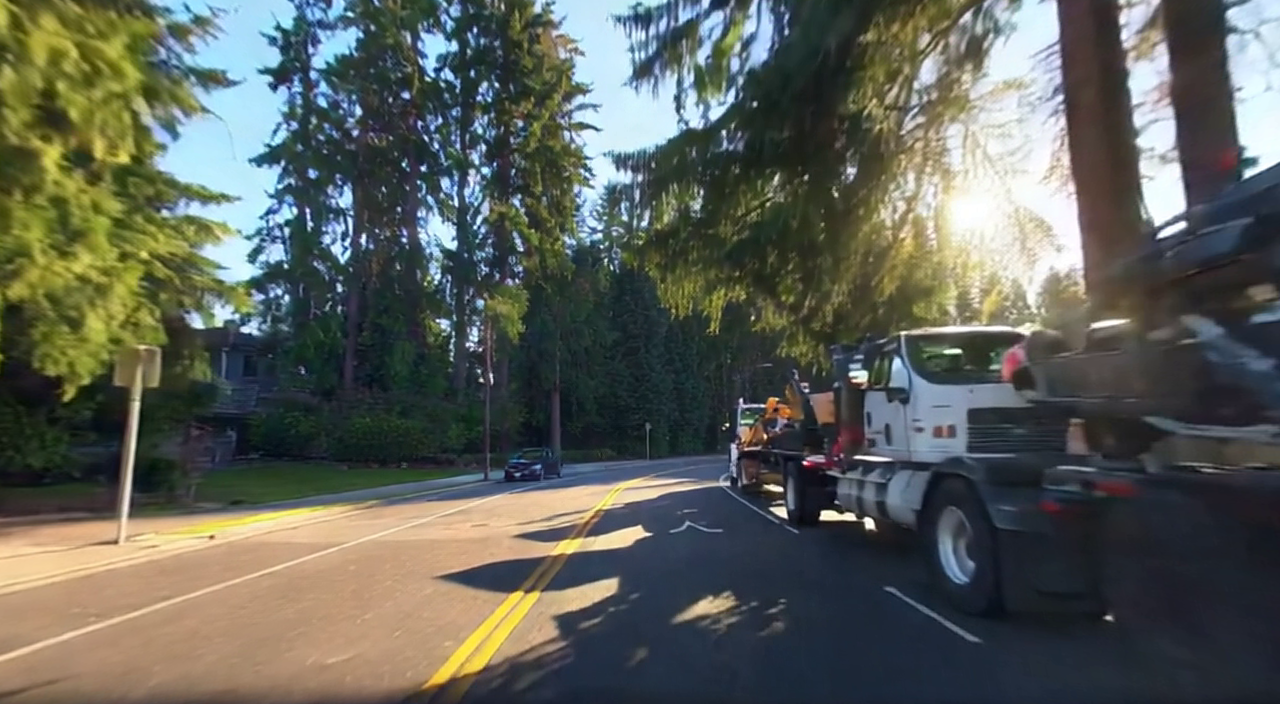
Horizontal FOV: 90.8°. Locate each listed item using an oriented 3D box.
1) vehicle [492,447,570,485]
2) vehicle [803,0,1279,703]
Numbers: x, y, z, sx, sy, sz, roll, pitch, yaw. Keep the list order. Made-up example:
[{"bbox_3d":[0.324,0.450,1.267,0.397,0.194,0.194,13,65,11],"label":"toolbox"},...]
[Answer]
[{"bbox_3d":[-4.525,4.787,26.927,1.930,1.487,4.213,-2,-9,10],"label":"vehicle"},{"bbox_3d":[3.864,0.325,4.491,3.107,3.379,8.460,-1,-8,0],"label":"vehicle"}]
